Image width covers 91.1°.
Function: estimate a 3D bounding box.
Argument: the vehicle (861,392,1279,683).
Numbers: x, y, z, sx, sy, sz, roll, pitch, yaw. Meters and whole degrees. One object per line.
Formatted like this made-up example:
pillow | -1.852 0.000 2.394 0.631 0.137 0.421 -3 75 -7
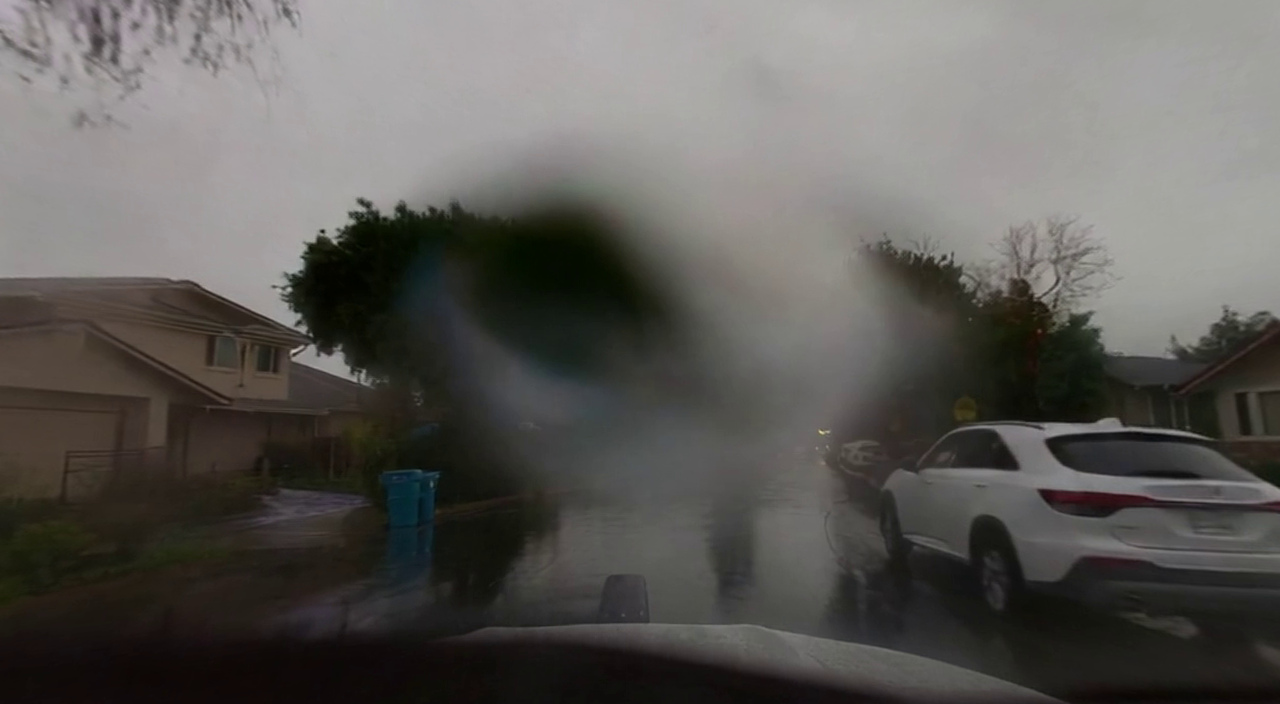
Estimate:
vehicle | 3.952 1.468 6.192 2.163 1.760 4.591 -1 -8 4
